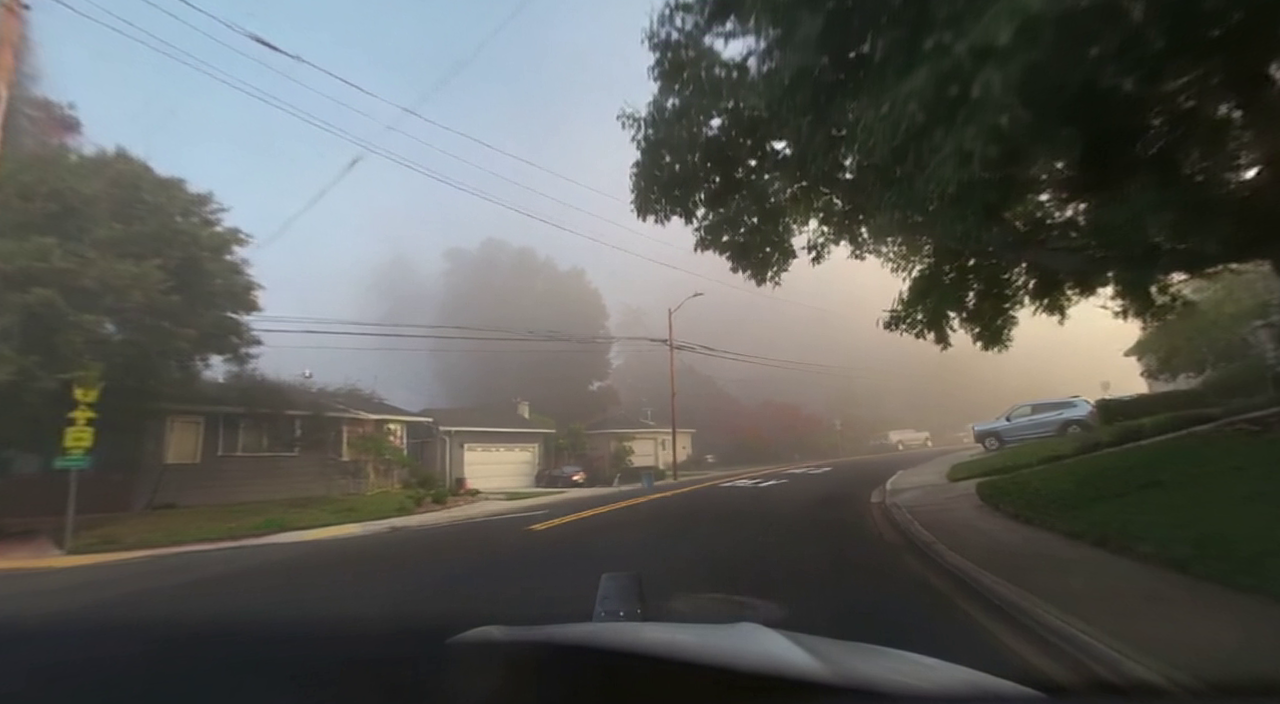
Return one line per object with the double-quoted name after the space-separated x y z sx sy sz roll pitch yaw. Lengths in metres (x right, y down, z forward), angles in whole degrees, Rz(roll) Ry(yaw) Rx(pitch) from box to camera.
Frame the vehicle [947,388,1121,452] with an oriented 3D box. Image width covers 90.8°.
14.293 2.584 23.109 5.011 2.014 2.056 -8 -13 39 "vehicle"
